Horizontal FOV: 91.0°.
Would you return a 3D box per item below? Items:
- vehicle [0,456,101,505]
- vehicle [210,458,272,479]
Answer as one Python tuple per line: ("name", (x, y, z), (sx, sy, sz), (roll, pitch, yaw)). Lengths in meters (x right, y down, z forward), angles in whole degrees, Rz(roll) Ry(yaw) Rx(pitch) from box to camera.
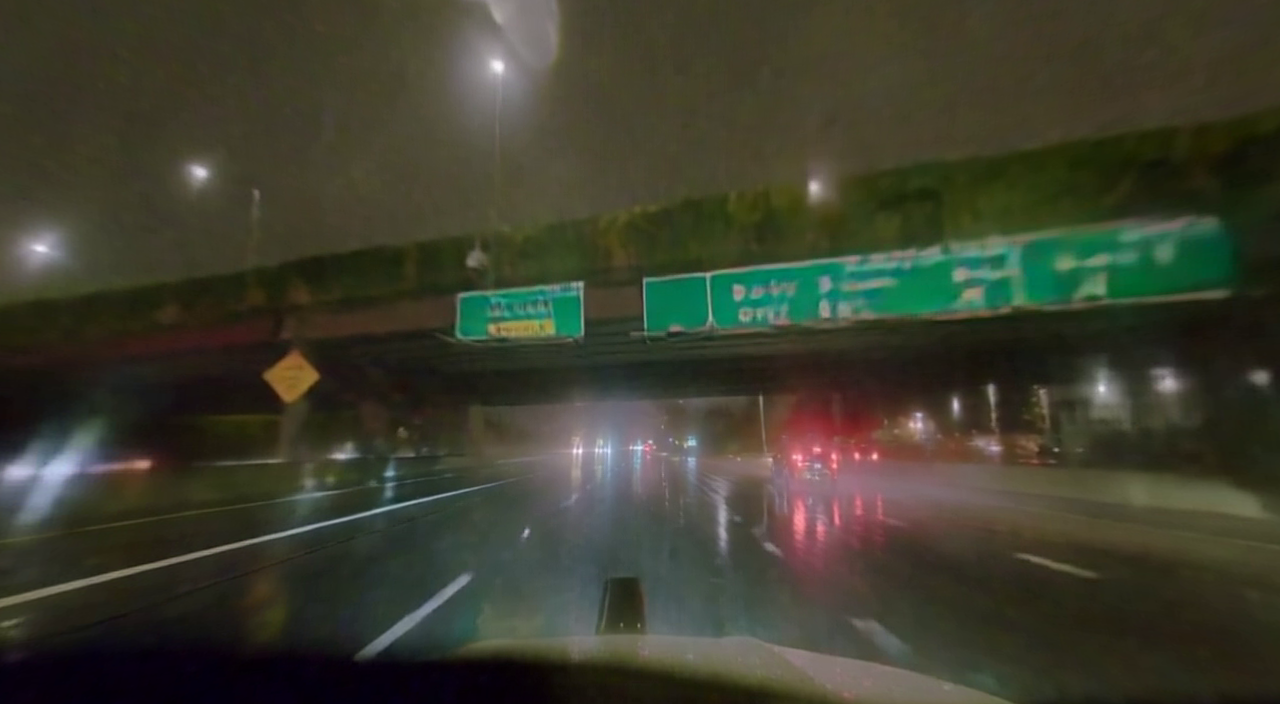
("vehicle", (-21.583, 4.366, 21.637), (1.877, 1.533, 4.700), (0, -9, 1))
("vehicle", (-31.076, 9.061, 49.155), (1.908, 1.519, 4.564), (0, -9, -1))
